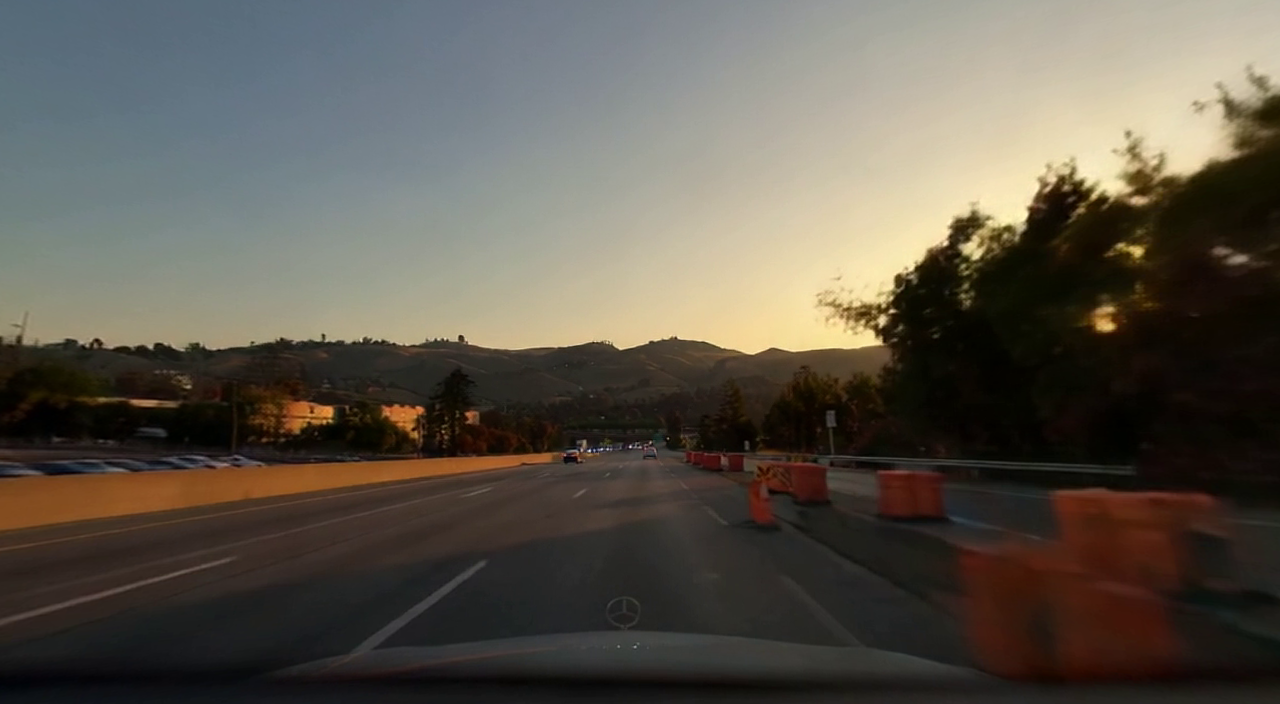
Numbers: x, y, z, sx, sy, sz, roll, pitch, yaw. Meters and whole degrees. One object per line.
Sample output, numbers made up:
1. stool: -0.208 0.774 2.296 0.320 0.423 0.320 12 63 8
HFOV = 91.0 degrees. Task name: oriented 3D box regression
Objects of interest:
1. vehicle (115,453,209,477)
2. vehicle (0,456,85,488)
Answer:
1. vehicle: -37.551 8.867 49.543 5.655 1.840 2.300 -1 -9 4
2. vehicle: -38.426 7.425 38.927 6.140 1.772 2.262 -3 -9 2
